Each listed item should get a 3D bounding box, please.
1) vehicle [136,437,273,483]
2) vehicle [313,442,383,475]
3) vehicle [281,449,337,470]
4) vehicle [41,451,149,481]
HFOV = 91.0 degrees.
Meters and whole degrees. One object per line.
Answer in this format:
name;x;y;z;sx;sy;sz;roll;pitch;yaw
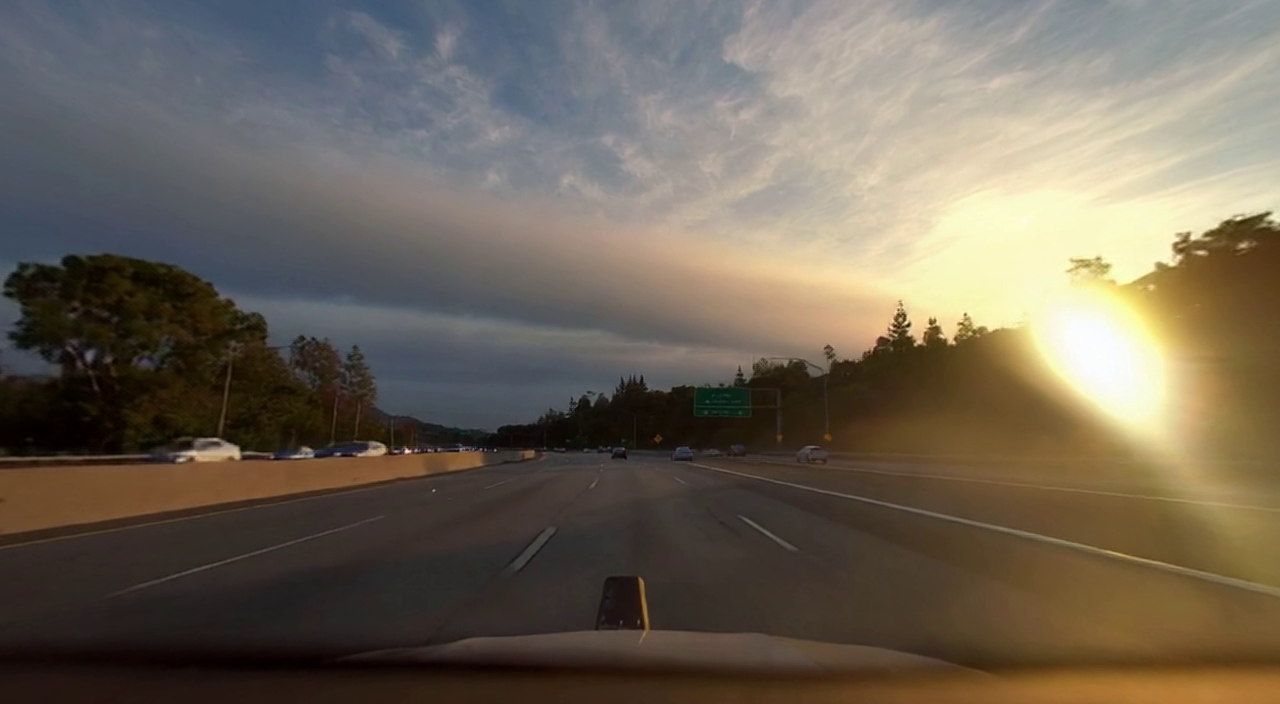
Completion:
vehicle;-21.130;5.294;31.054;2.405;1.998;6.150;0;-9;-1
vehicle;-17.264;6.322;37.482;2.027;1.796;4.612;0;-9;-2
vehicle;-25.220;8.225;48.191;1.872;1.494;4.752;0;-9;-2
vehicle;-29.593;6.155;34.397;1.851;1.499;4.664;0;-9;-2
